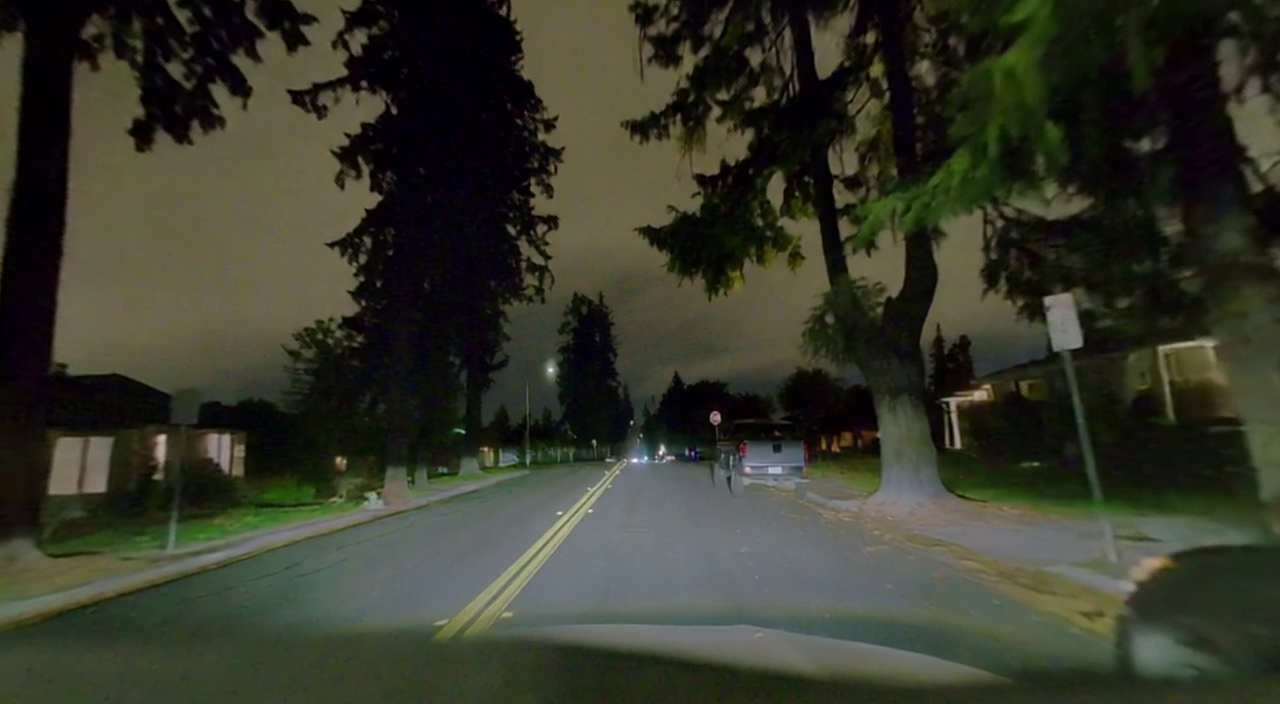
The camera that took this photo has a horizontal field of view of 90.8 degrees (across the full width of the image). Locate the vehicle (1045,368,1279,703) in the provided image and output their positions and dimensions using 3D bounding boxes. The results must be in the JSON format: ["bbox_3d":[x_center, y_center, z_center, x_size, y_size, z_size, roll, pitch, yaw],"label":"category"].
[{"bbox_3d":[2.878,0.583,0.210,1.969,1.549,5.038,0,-8,-3],"label":"vehicle"}]

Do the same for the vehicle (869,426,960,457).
[{"bbox_3d":[17.666,5.797,40.846,4.982,1.874,2.133,-3,-9,13],"label":"vehicle"}]

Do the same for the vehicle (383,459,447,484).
[{"bbox_3d":[-17.509,9.358,49.225,4.274,1.626,2.093,-6,-12,11],"label":"vehicle"}]

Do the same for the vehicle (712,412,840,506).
[{"bbox_3d":[3.015,2.506,15.113,2.109,1.875,4.488,-1,-8,1],"label":"vehicle"}]
